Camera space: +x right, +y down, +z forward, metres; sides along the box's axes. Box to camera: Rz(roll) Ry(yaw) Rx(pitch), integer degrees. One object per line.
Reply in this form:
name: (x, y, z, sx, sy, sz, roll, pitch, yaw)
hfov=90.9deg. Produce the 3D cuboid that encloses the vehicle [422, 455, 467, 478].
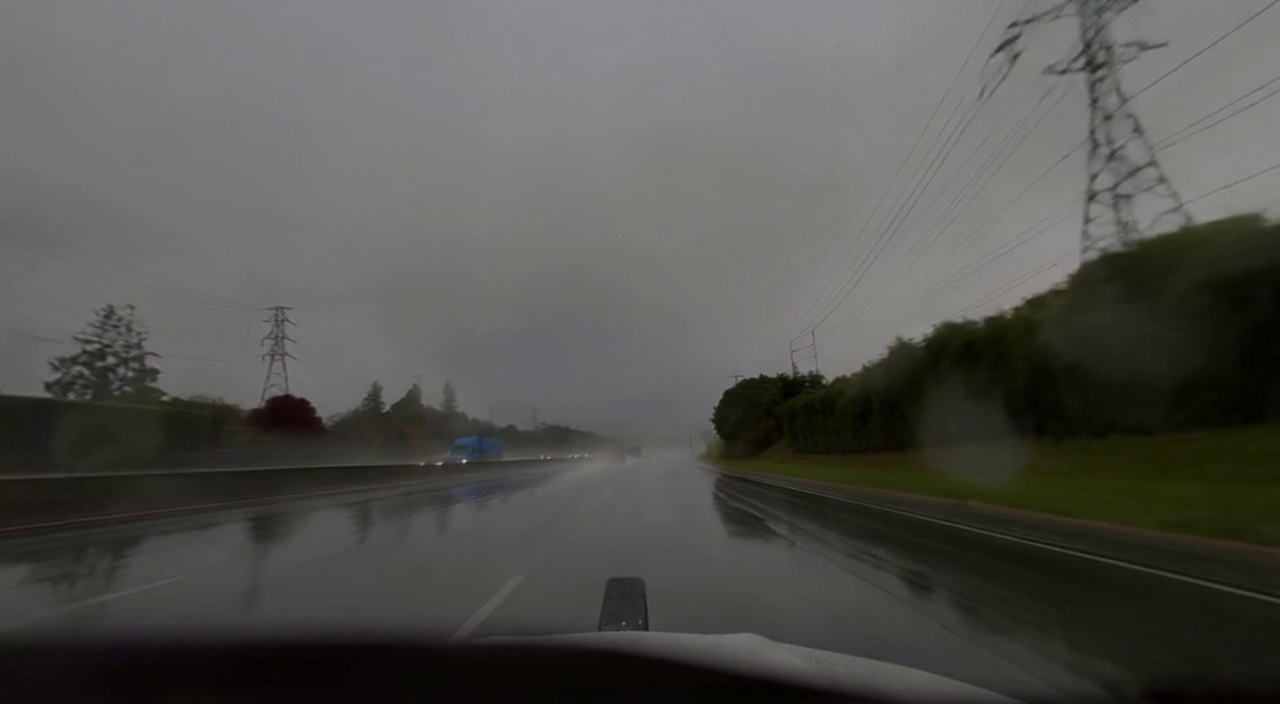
vehicle: (-14.051, 8.225, 45.410, 1.920, 1.524, 3.716, 0, -9, 3)
